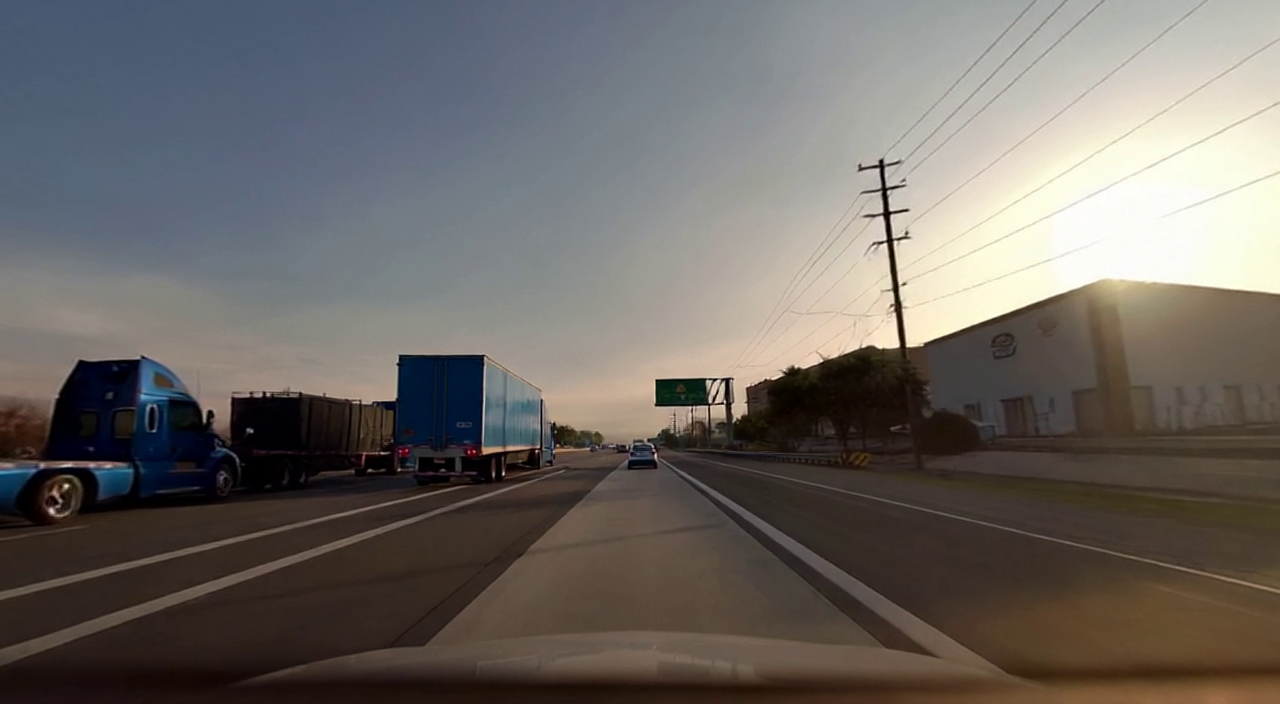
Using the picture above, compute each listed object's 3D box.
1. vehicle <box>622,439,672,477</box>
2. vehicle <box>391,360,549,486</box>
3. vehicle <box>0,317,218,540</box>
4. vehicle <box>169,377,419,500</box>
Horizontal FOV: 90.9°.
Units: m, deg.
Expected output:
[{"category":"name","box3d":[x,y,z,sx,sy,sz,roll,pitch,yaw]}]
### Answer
[{"category":"vehicle","box3d":[0.240,4.660,27.946,2.055,1.514,4.323,0,-8,-1]},{"category":"vehicle","box3d":[-6.593,3.399,28.132,2.907,4.081,15.311,0,-8,0]},{"category":"vehicle","box3d":[-10.598,1.252,10.083,2.722,3.172,7.167,0,-8,-1]},{"category":"vehicle","box3d":[-10.575,2.912,21.042,2.896,3.140,9.491,0,-8,0]}]
